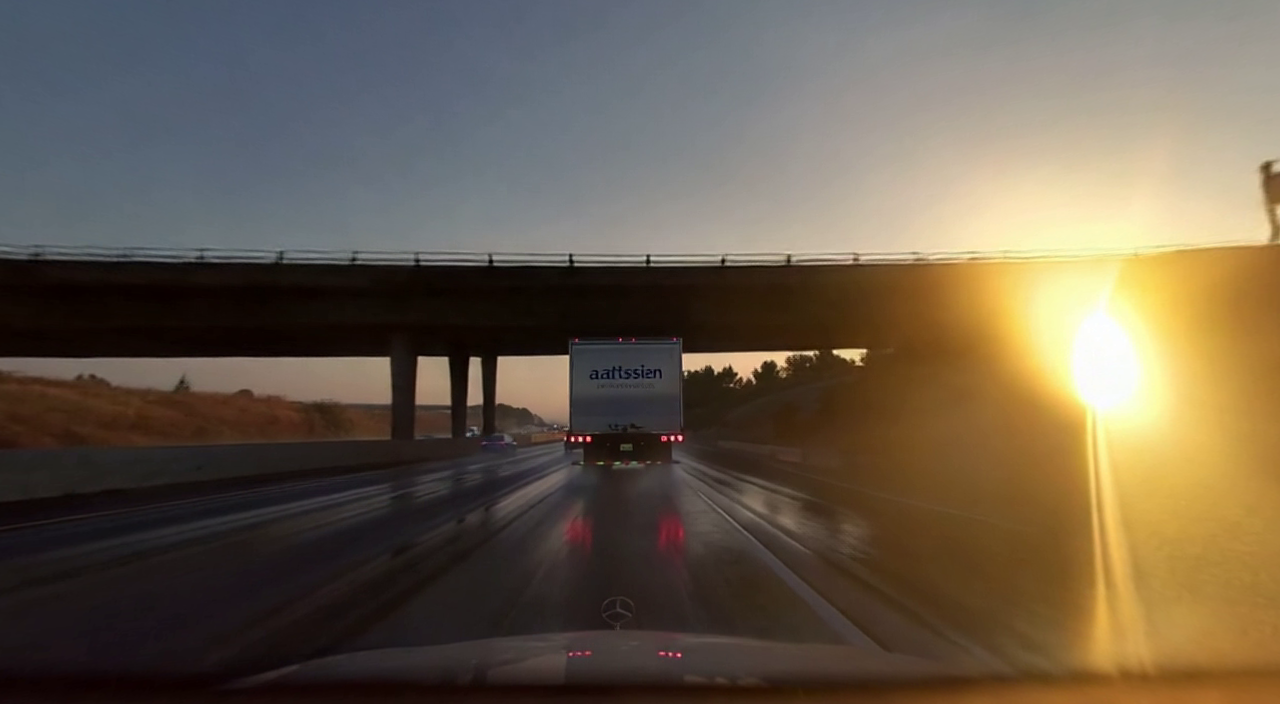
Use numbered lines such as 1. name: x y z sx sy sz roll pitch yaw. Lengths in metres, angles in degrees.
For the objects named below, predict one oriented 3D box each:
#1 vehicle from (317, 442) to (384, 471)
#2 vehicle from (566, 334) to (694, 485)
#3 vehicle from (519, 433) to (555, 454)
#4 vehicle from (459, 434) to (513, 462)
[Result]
1. vehicle: -16.394 5.907 35.824 1.884 1.465 3.988 0 -8 0
2. vehicle: -0.295 2.250 22.494 3.442 4.106 10.719 0 -8 0
3. vehicle: -8.027 7.116 49.179 1.981 1.574 4.561 0 -8 1
4. vehicle: -8.456 5.283 34.811 1.940 1.488 3.976 0 -8 0
